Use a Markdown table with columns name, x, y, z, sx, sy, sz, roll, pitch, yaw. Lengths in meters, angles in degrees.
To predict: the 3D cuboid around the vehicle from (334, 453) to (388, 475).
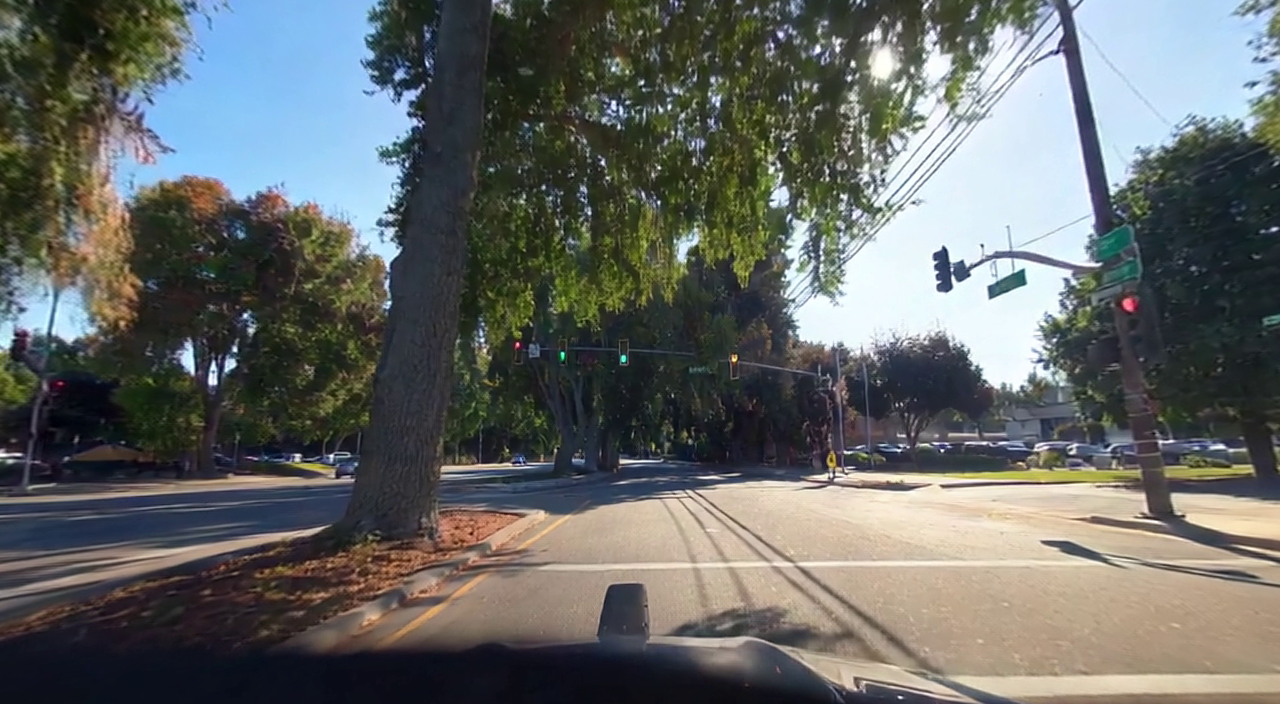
| name | x | y | z | sx | sy | sz | roll | pitch | yaw |
| --- | --- | --- | --- | --- | --- | --- | --- | --- | --- |
| vehicle | -20.597 | 8.285 | 46.742 | 1.965 | 1.475 | 4.269 | -1 | -8 | 2 |
